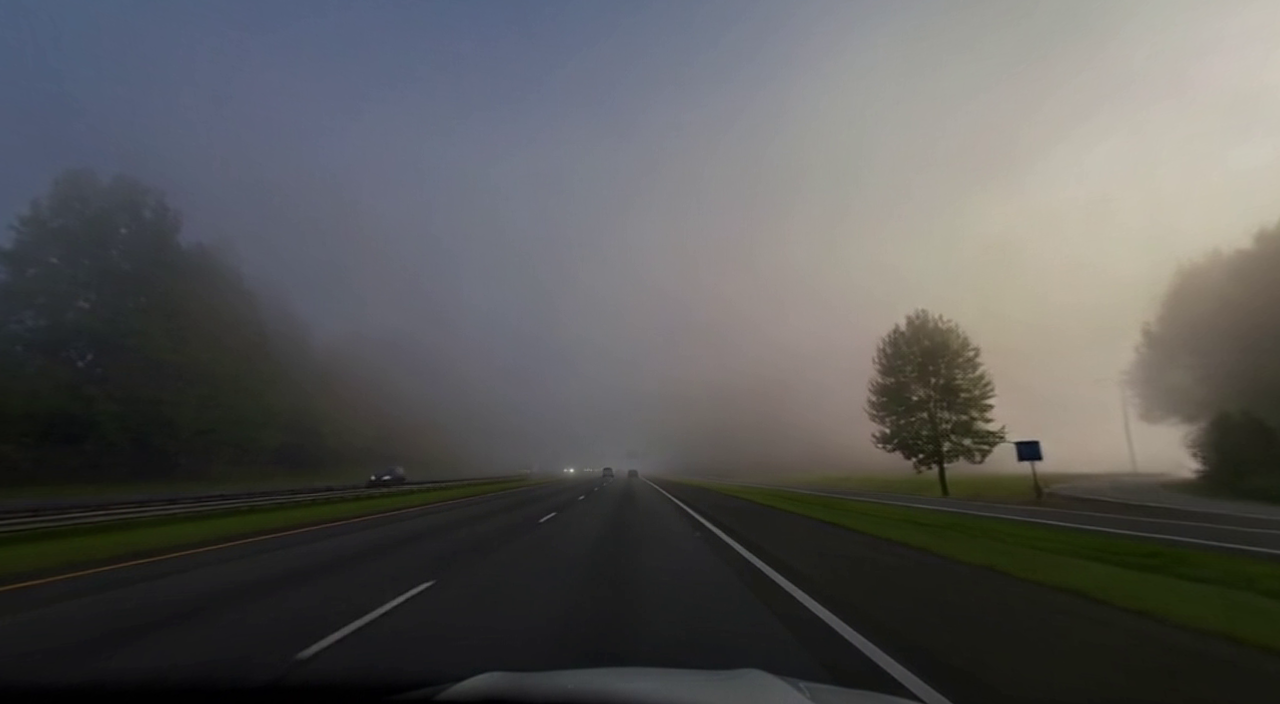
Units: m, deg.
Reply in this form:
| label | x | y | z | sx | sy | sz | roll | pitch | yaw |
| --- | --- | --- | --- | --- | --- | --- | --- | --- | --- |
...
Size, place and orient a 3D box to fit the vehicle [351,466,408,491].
| label | x | y | z | sx | sy | sz | roll | pitch | yaw |
| --- | --- | --- | --- | --- | --- | --- | --- | --- | --- |
| vehicle | -16.688 | 8.137 | 40.589 | 1.844 | 1.472 | 4.130 | 1 | -11 | 0 |
